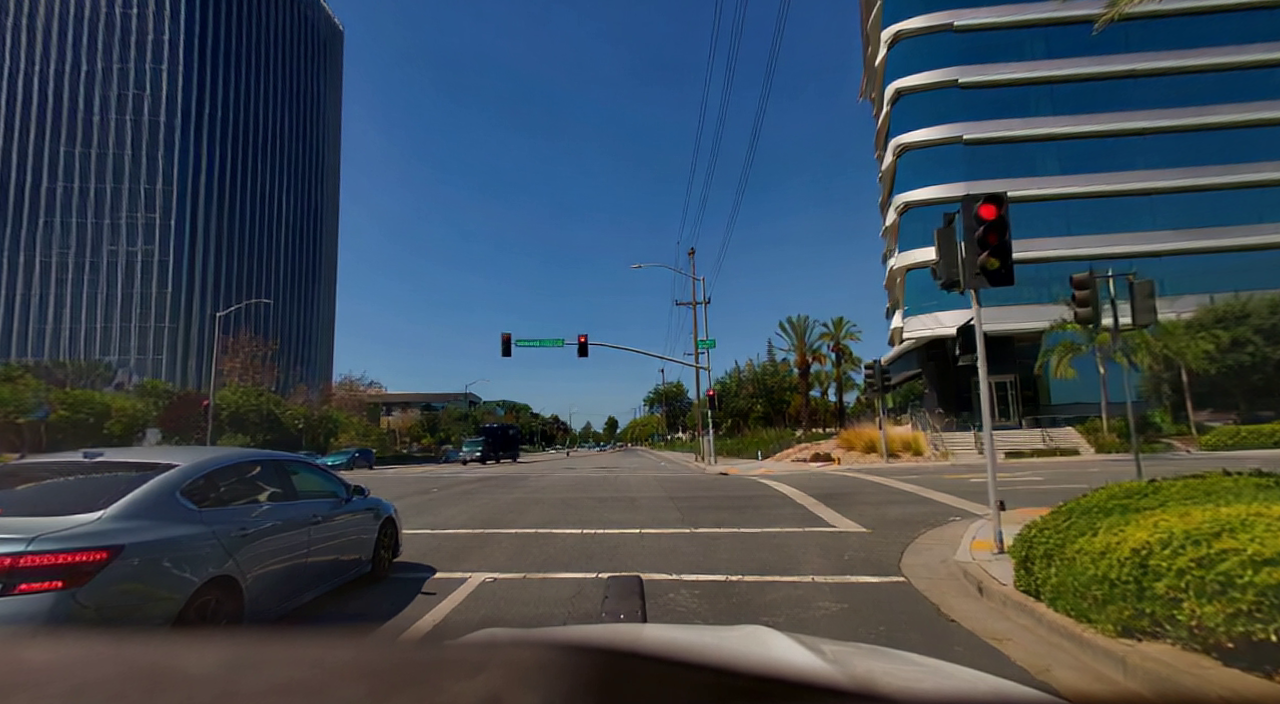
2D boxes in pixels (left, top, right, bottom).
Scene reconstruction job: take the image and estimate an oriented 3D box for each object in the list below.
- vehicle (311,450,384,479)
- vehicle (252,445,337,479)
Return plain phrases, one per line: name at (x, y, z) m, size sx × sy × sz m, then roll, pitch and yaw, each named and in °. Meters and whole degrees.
vehicle at (-15.358, 5.924, 33.302) m, size 1.875 × 1.389 × 3.784 m, roll 0°, pitch -9°, yaw 3°
vehicle at (-19.086, 6.098, 35.081) m, size 2.017 × 1.739 × 4.569 m, roll 0°, pitch -9°, yaw 1°
